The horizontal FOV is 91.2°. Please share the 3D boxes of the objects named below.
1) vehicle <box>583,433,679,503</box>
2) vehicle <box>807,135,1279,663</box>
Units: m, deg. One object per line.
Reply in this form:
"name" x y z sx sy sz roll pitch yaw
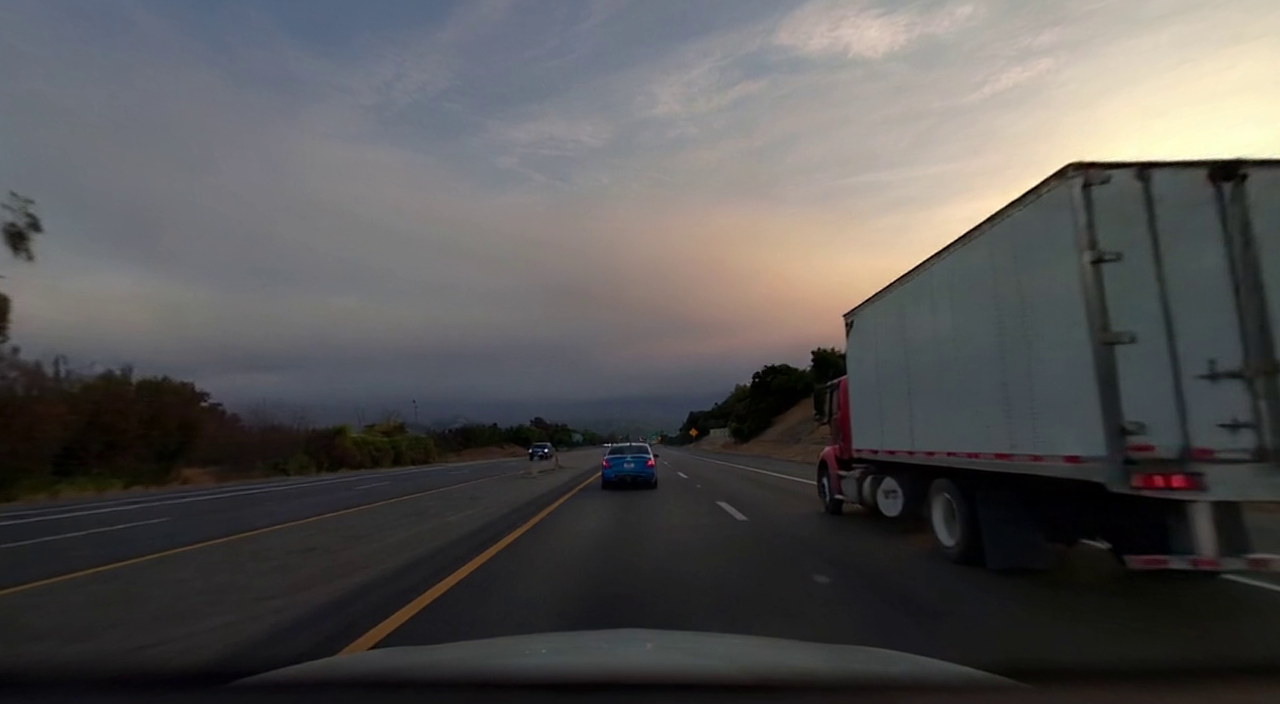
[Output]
"vehicle" -0.215 2.807 15.501 2.066 1.490 3.759 0 -9 -1
"vehicle" 4.433 0.713 7.352 2.791 3.201 7.145 0 -9 -1
